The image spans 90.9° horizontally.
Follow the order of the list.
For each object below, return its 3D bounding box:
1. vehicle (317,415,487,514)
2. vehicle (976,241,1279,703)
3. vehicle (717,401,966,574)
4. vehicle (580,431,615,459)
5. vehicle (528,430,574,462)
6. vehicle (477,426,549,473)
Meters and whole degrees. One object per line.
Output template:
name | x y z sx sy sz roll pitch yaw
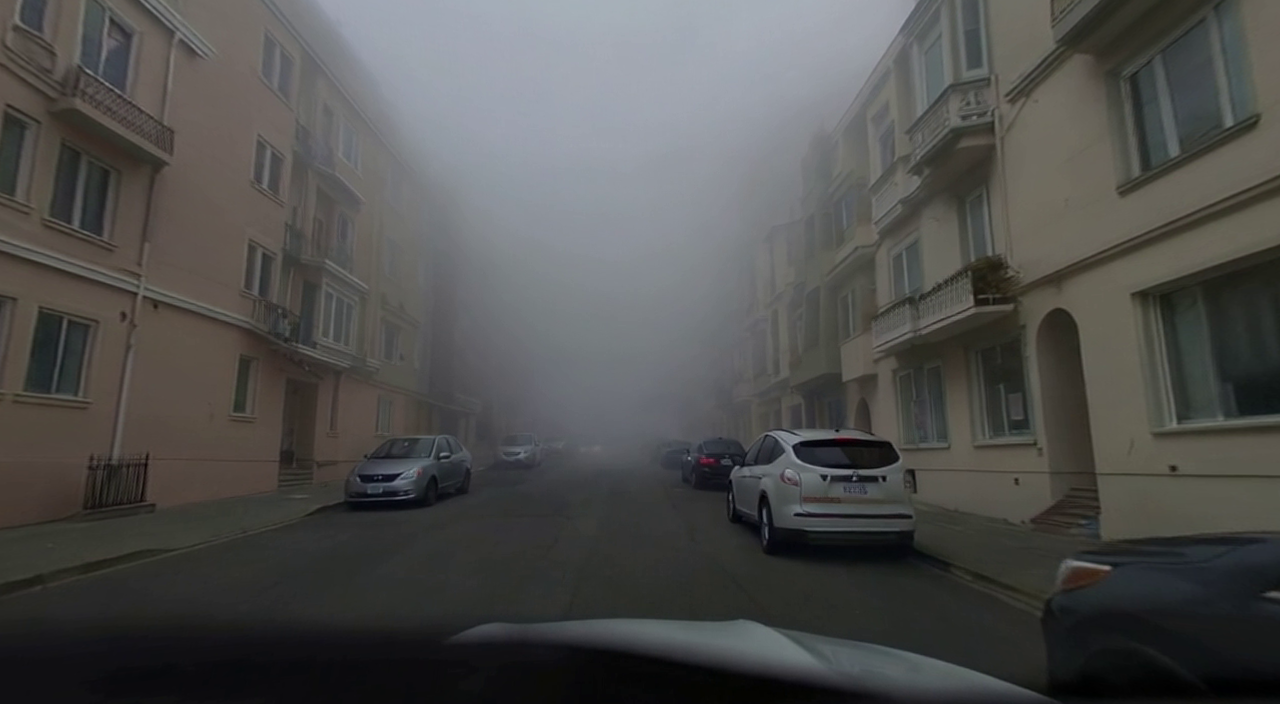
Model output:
vehicle | -4.556 2.256 12.884 1.883 1.499 4.426 6 -10 -3
vehicle | 2.272 0.510 0.338 1.897 1.717 4.028 0 -8 -1
vehicle | 2.214 1.592 8.185 1.839 1.678 3.918 0 -8 -1
vehicle | -2.486 5.480 37.254 1.845 1.544 3.388 0 -8 0
vehicle | -4.798 5.136 34.460 1.872 1.484 3.978 5 -9 1
vehicle | -4.860 3.817 24.614 1.942 1.521 3.761 5 -9 0
